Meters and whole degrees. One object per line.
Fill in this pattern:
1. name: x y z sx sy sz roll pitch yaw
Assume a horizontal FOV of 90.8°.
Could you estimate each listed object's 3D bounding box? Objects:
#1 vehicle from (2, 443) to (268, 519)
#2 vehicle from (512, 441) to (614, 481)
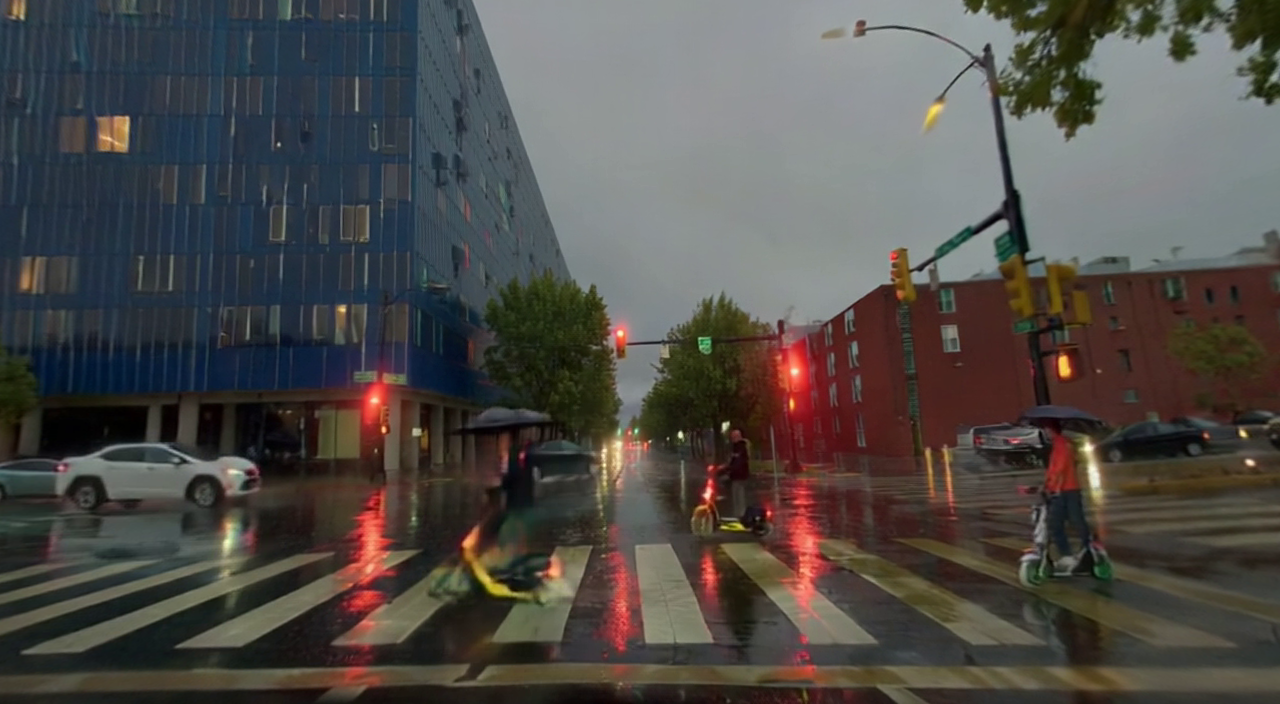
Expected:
1. vehicle: -12.572 3.217 16.086 4.802 1.724 2.122 0 -8 -5
2. vehicle: -3.296 4.771 27.976 2.051 1.616 4.641 -5 -10 30
